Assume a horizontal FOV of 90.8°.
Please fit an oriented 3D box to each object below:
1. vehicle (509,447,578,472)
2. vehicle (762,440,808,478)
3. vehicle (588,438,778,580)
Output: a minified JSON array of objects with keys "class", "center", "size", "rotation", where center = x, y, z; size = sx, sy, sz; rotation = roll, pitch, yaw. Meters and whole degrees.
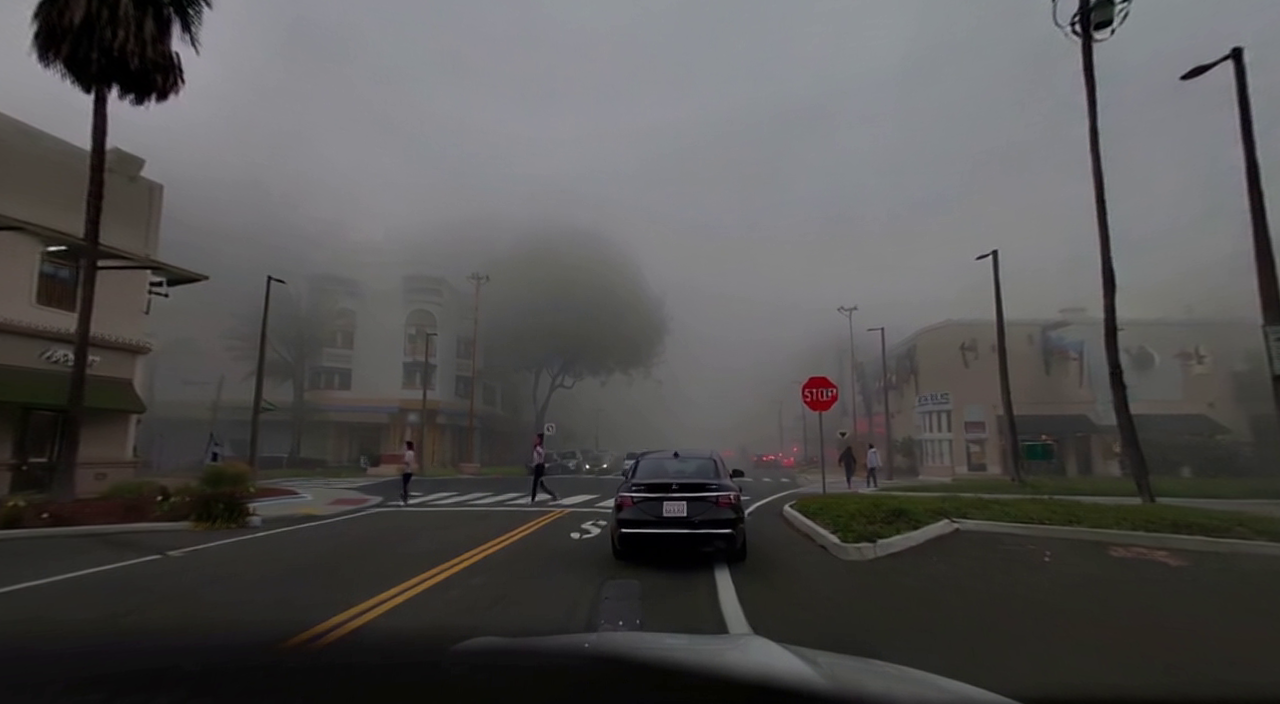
[{"class":"vehicle","center":[-6.913,7.726,45.639],"size":[4.529,1.682,1.895],"rotation":[6,-11,-36]},{"class":"vehicle","center":[9.391,6.899,40.956],"size":[2.467,2.369,1.577],"rotation":[6,-10,-35]},{"class":"vehicle","center":[0.629,1.984,8.827],"size":[2.031,1.479,3.969],"rotation":[-1,-9,5]}]
